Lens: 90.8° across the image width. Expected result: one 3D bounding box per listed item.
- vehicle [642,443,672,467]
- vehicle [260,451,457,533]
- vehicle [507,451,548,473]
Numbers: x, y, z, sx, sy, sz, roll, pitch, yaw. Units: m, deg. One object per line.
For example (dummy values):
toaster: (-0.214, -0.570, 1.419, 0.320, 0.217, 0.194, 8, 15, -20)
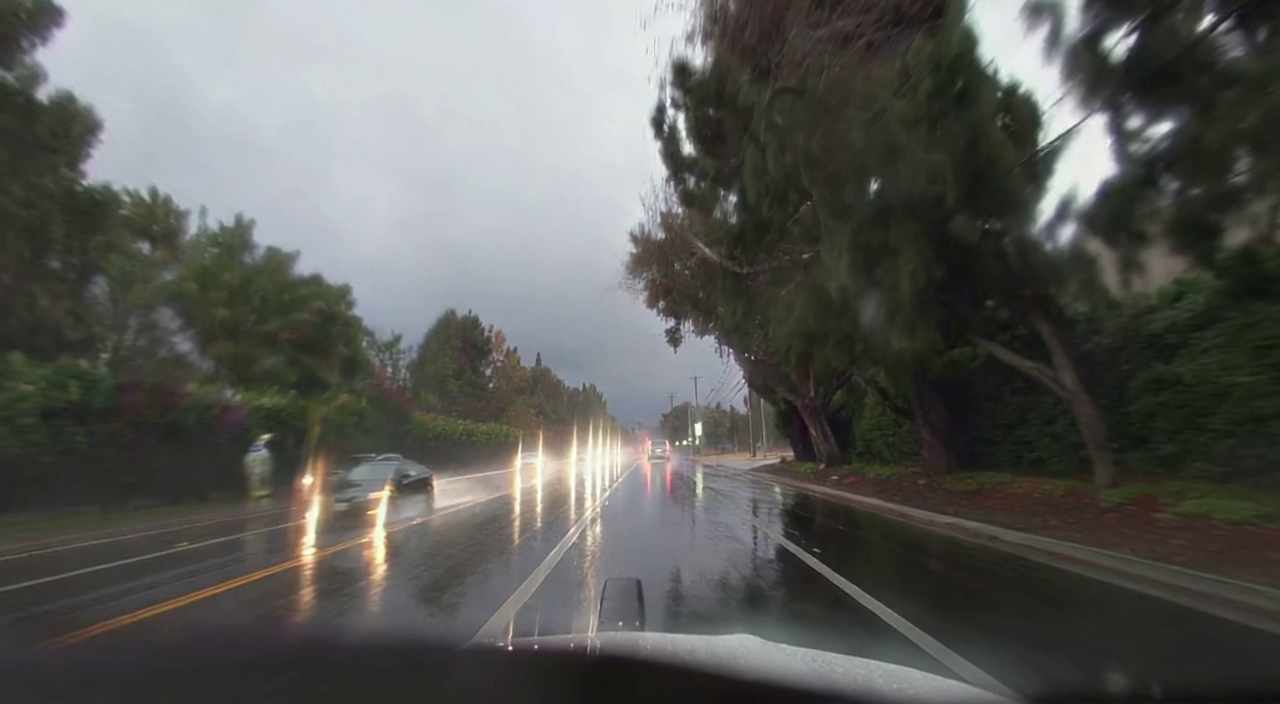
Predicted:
vehicle: (1.294, 7.824, 48.202, 2.163, 1.746, 4.073, -1, -8, 1)
vehicle: (-5.876, 2.948, 13.997, 2.138, 1.446, 4.614, -1, -9, 2)
vehicle: (-8.175, 8.011, 46.259, 2.058, 1.495, 4.448, -1, -9, 2)
